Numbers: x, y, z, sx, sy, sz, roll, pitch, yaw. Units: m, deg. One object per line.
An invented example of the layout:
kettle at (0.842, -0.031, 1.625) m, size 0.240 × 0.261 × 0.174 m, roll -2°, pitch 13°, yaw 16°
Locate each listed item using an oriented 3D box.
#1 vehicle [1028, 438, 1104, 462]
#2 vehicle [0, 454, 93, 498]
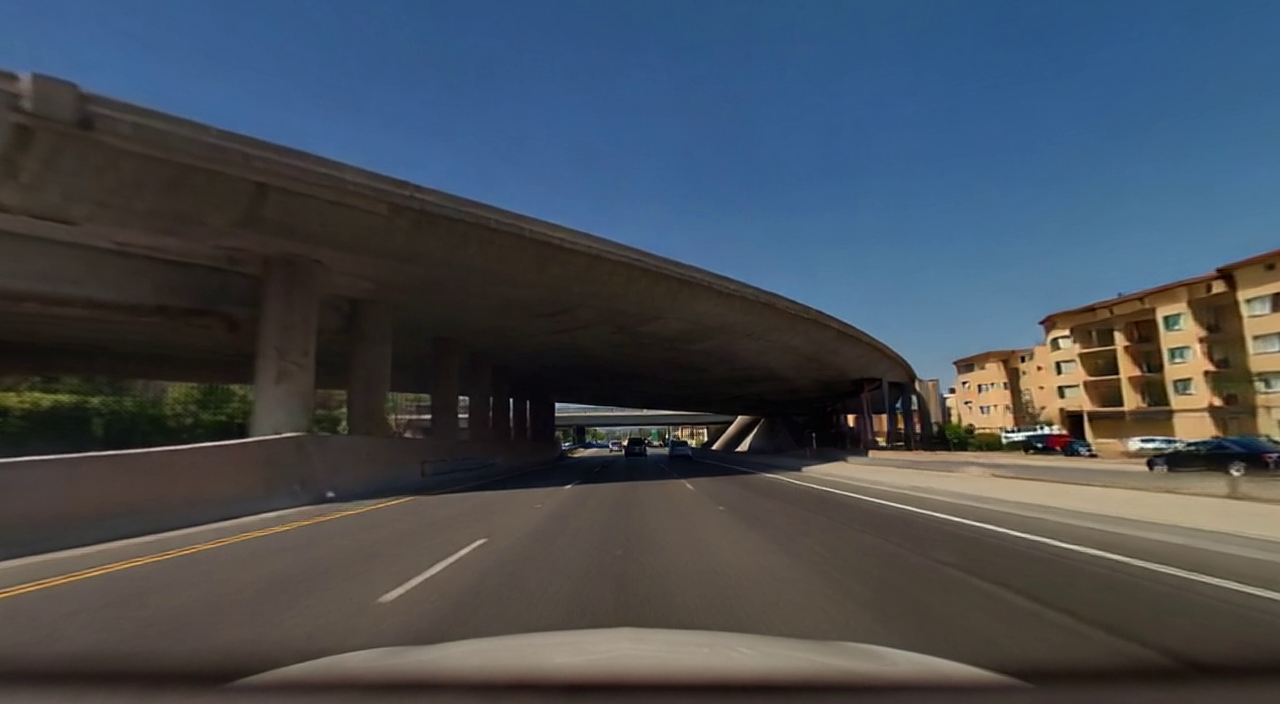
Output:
vehicle at (33.679, 7.753, 49.994) m, size 4.571 × 1.685 × 2.006 m, roll -2°, pitch -9°, yaw -4°
vehicle at (-27.684, 5.521, 28.540) m, size 1.922 × 1.738 × 4.748 m, roll 0°, pitch -8°, yaw -4°
